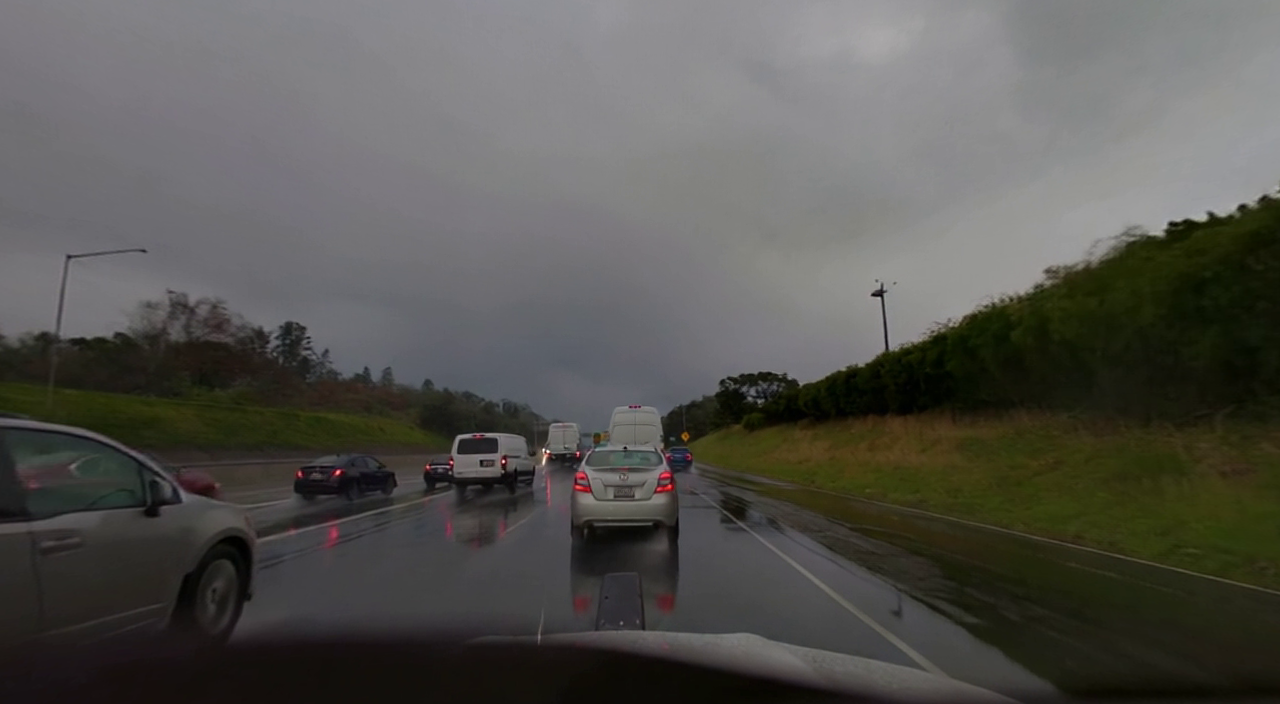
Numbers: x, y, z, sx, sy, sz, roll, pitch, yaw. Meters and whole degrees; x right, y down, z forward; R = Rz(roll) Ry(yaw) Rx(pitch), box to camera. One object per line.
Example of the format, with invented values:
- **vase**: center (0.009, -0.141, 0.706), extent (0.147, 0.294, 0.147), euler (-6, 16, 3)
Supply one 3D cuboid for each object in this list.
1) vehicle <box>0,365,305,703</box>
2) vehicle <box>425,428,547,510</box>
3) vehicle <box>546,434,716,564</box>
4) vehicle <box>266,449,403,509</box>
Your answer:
- **vehicle**: center (-3.615, 0.903, 2.601), extent (2.029, 1.656, 4.437), euler (0, -9, 0)
- **vehicle**: center (-3.997, 3.134, 17.300), extent (2.055, 1.913, 4.584), euler (-1, -9, 2)
- **vehicle**: center (-0.135, 2.007, 9.202), extent (1.995, 1.495, 3.380), euler (0, -9, -1)
- **vehicle**: center (-8.394, 3.487, 17.772), extent (1.826, 1.465, 3.916), euler (-1, -9, 1)
